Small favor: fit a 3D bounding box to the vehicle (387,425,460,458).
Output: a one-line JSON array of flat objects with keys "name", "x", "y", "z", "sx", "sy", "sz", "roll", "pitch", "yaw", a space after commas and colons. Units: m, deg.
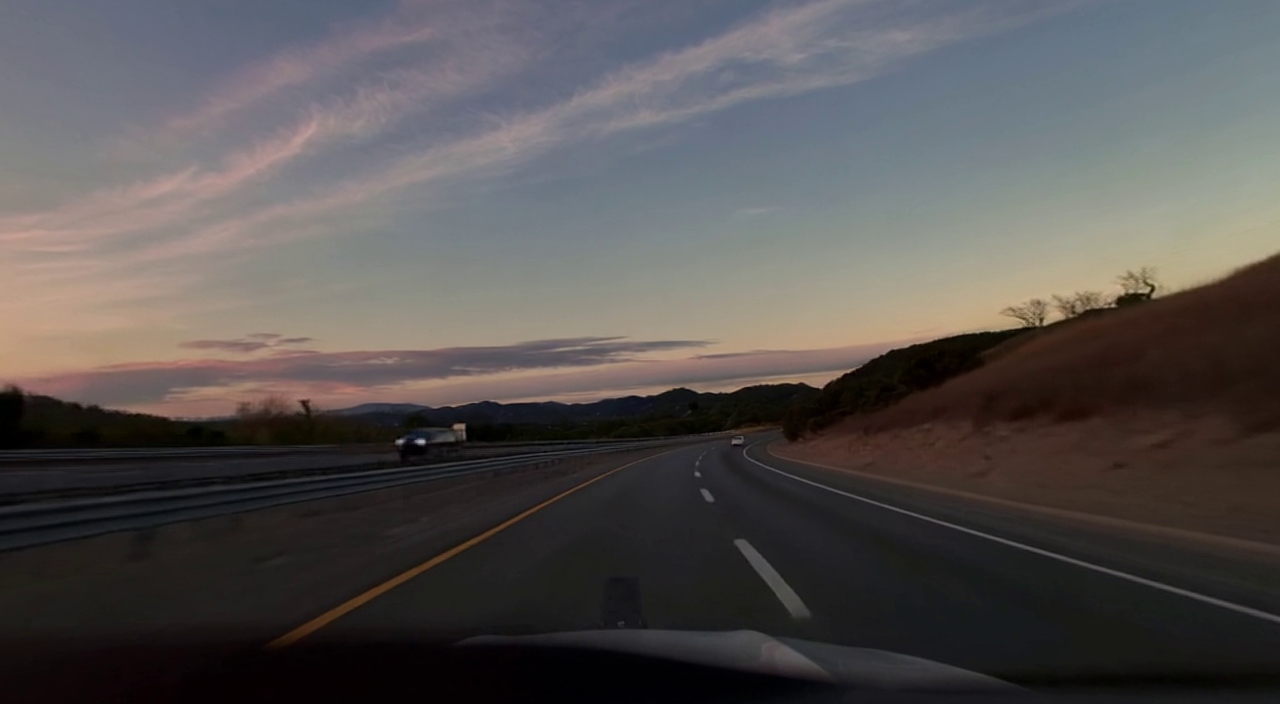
[{"name": "vehicle", "x": -13.724, "y": 5.748, "z": 40.451, "sx": 2.252, "sy": 1.926, "sz": 5.495, "roll": -1, "pitch": -9, "yaw": 6}]
